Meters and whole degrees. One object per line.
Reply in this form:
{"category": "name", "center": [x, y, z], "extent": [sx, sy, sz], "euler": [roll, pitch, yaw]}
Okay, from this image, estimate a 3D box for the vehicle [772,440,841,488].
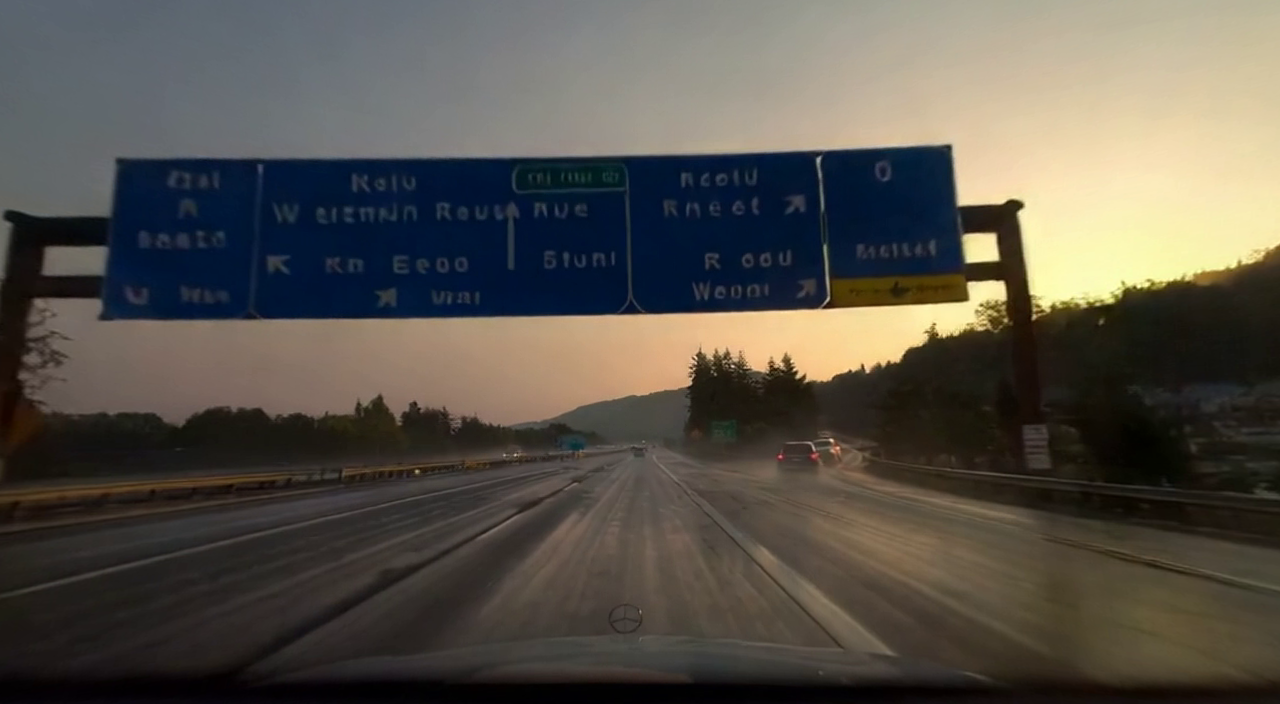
{"category": "vehicle", "center": [6.636, 4.472, 25.603], "extent": [2.133, 1.746, 4.511], "euler": [-1, -9, 8]}
